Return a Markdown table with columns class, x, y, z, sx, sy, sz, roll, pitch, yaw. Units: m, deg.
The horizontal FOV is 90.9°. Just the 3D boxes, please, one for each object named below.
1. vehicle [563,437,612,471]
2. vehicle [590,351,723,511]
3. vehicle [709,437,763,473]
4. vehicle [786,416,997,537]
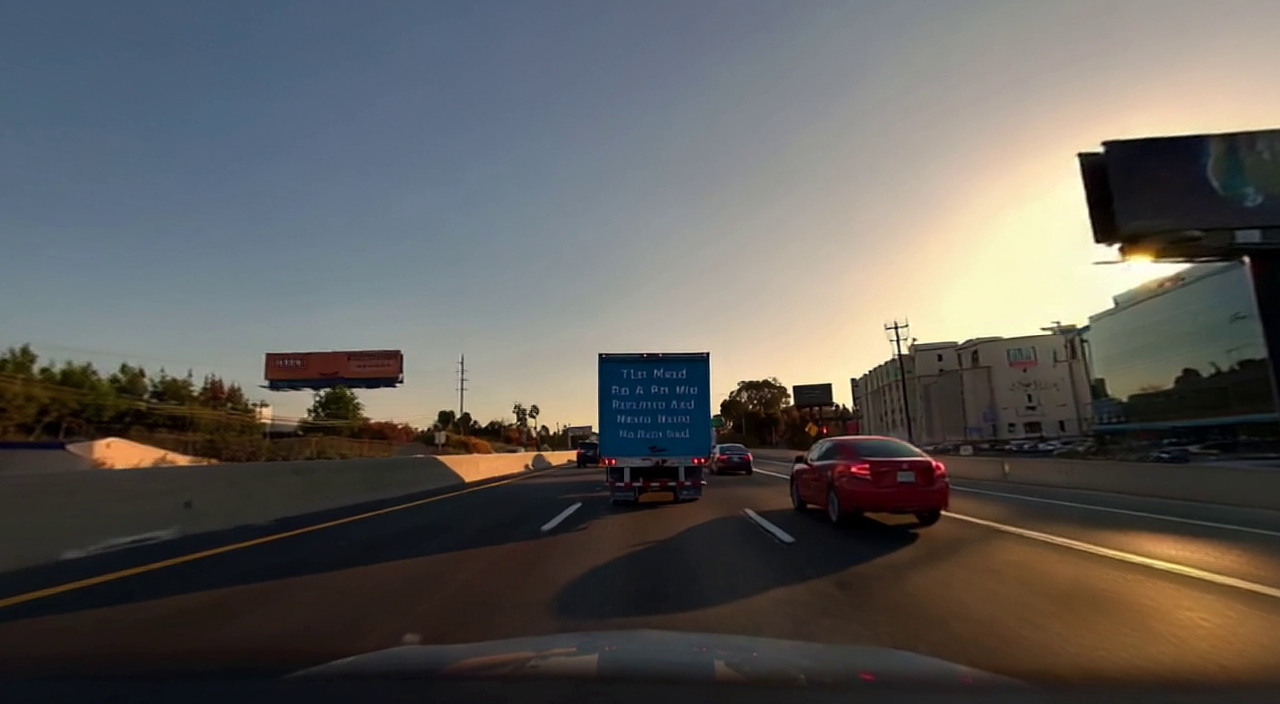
| class | x | y | z | sx | sy | sz | roll | pitch | yaw |
| --- | --- | --- | --- | --- | --- | --- | --- | --- | --- |
| vehicle | -2.802 | 5.617 | 34.910 | 2.030 | 1.757 | 4.509 | -1 | -8 | 4 |
| vehicle | 0.397 | 2.239 | 17.449 | 2.733 | 3.296 | 8.571 | 0 | -8 | 1 |
| vehicle | 4.817 | 5.250 | 32.299 | 2.066 | 1.692 | 4.339 | 0 | -8 | 0 |
| vehicle | 4.124 | 2.104 | 11.274 | 1.986 | 1.718 | 4.296 | 0 | -8 | 0 |
